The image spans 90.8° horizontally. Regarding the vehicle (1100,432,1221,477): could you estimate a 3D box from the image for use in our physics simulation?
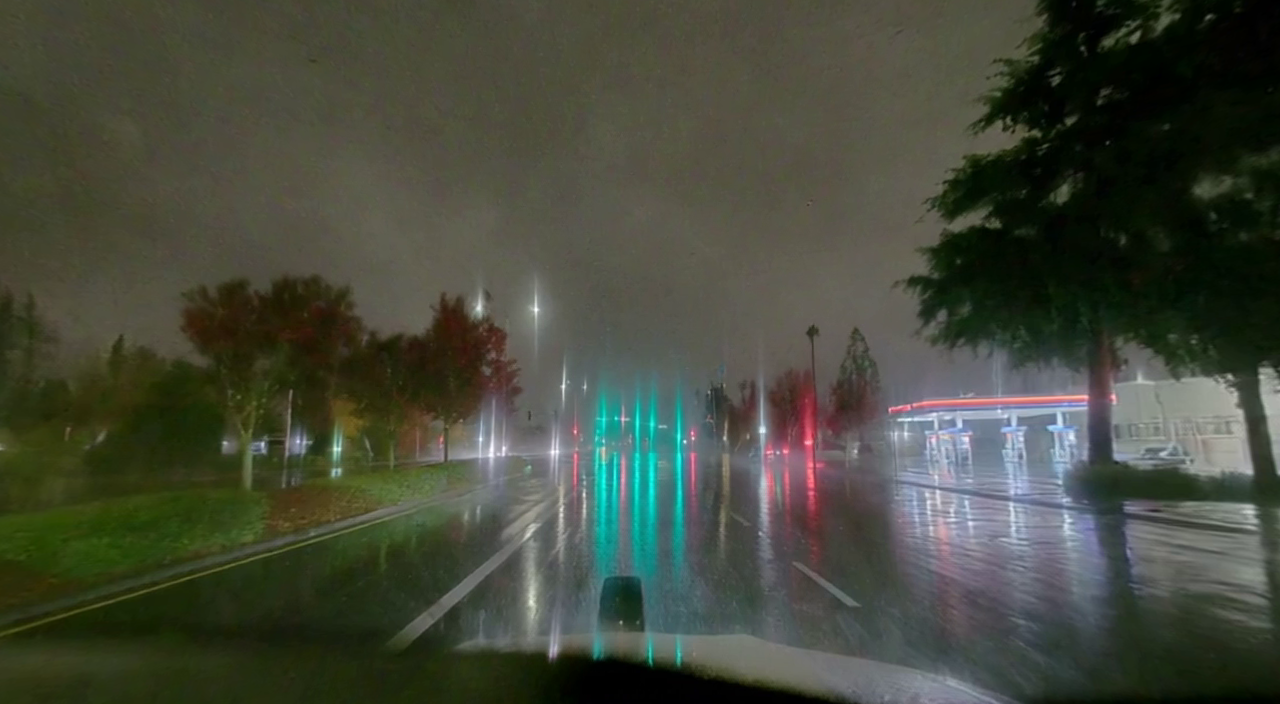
[{"bbox_3d":[21.460,4.230,26.130,3.442,1.599,1.613,-3,-10,-2],"label":"vehicle"}]
